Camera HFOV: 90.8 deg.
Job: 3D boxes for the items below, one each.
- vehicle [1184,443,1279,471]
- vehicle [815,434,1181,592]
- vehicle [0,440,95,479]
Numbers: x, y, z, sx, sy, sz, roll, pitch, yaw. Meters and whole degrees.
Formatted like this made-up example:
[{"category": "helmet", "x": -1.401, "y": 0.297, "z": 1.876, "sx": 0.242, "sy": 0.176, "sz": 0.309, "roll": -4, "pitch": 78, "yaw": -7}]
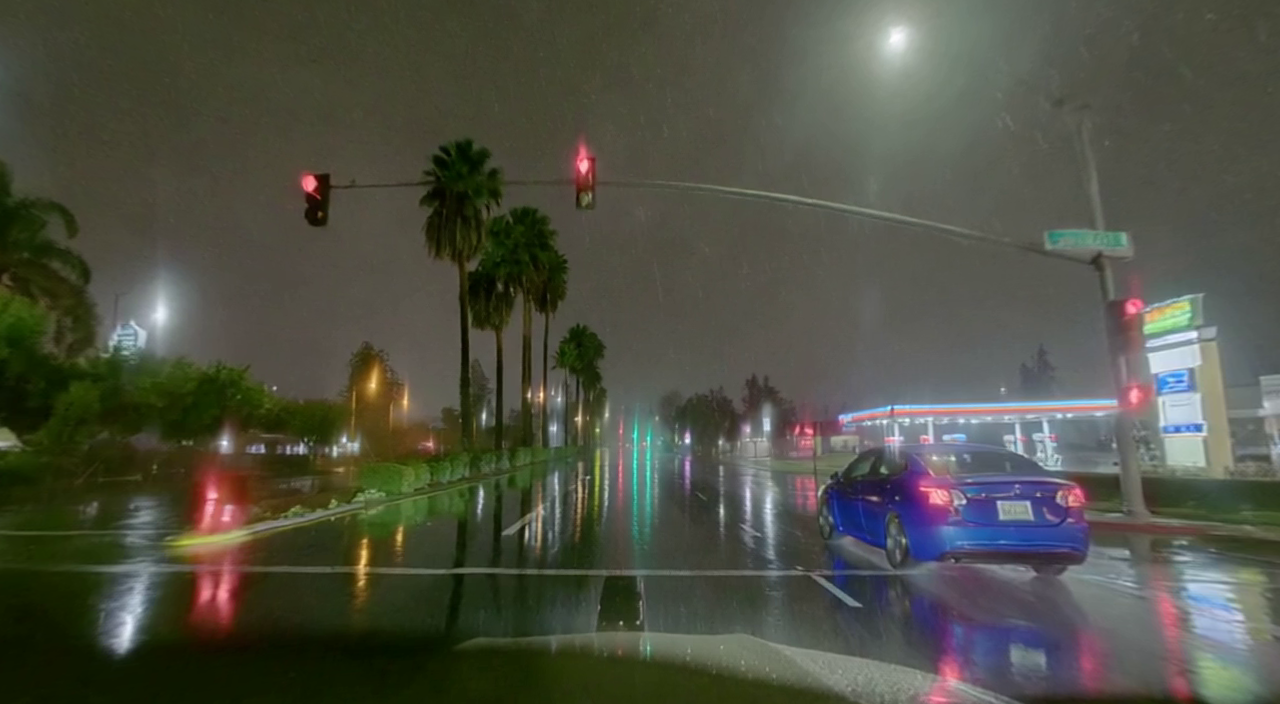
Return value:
[{"category": "vehicle", "x": 33.683, "y": 5.904, "z": 35.679, "sx": 4.010, "sy": 1.497, "sz": 1.991, "roll": 0, "pitch": -8, "yaw": -1}, {"category": "vehicle", "x": 3.938, "y": 1.807, "z": 8.050, "sx": 1.978, "sy": 1.442, "sz": 4.262, "roll": 0, "pitch": -8, "yaw": -3}, {"category": "vehicle", "x": -32.810, "y": 5.779, "z": 34.268, "sx": 1.987, "sy": 1.959, "sz": 5.016, "roll": 0, "pitch": -8, "yaw": -1}]
